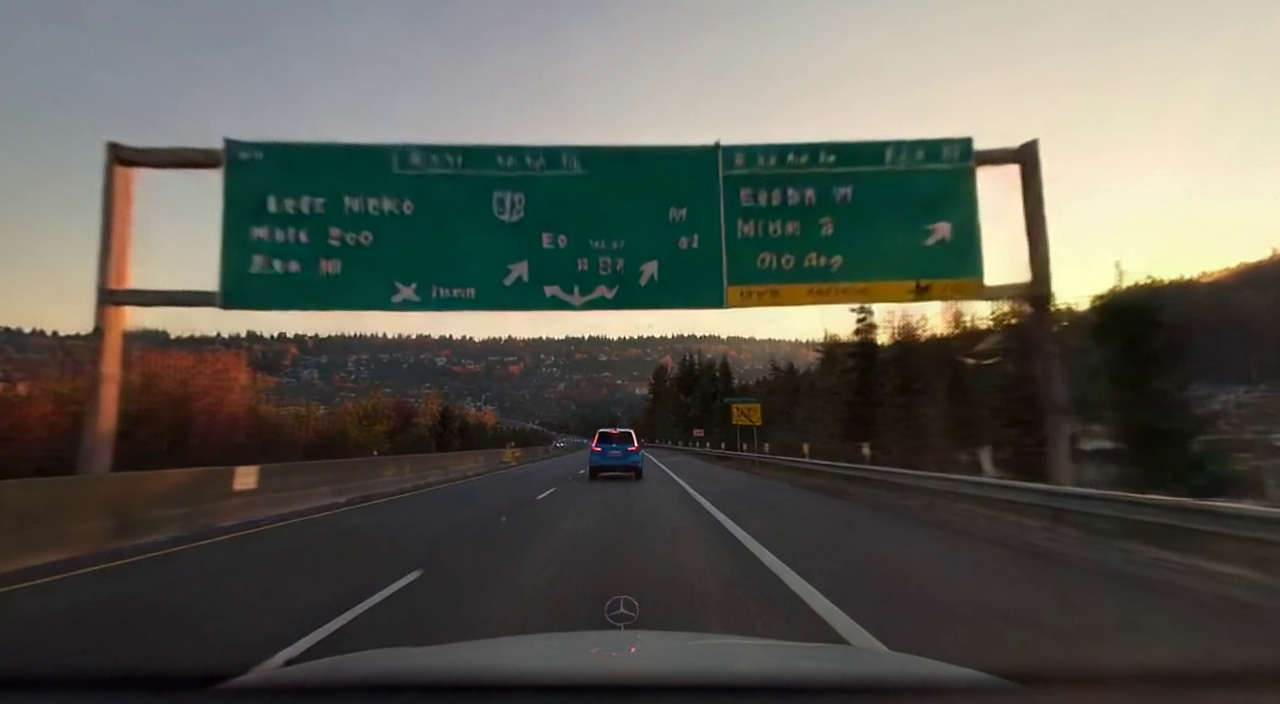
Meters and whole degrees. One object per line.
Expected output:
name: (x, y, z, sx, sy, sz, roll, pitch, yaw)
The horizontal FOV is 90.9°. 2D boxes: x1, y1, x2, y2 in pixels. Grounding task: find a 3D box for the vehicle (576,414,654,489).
vehicle: (-0.768, 3.263, 20.827, 2.248, 2.154, 4.892, 0, -8, -1)
